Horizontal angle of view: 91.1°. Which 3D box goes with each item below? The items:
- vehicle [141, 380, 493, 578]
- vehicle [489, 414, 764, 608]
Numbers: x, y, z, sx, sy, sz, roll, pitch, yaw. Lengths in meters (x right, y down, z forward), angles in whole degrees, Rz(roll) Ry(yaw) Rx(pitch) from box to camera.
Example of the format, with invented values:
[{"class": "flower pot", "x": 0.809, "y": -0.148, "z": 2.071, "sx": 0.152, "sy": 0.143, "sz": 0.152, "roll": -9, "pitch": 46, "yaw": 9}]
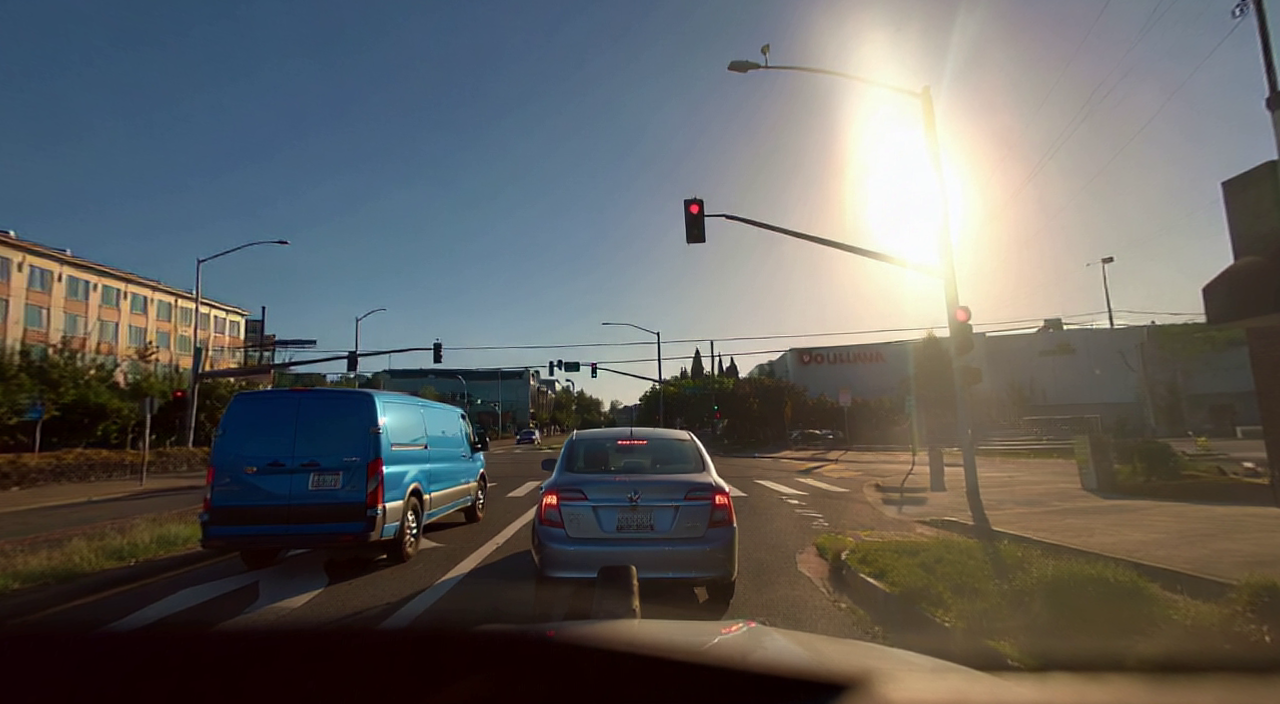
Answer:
[{"class": "vehicle", "x": -3.583, "y": 1.510, "z": 8.425, "sx": 2.076, "sy": 1.820, "sz": 5.100, "roll": 0, "pitch": -8, "yaw": -1}, {"class": "vehicle", "x": -0.109, "y": 1.465, "z": 6.778, "sx": 2.064, "sy": 1.452, "sz": 3.942, "roll": 0, "pitch": -8, "yaw": 0}]
